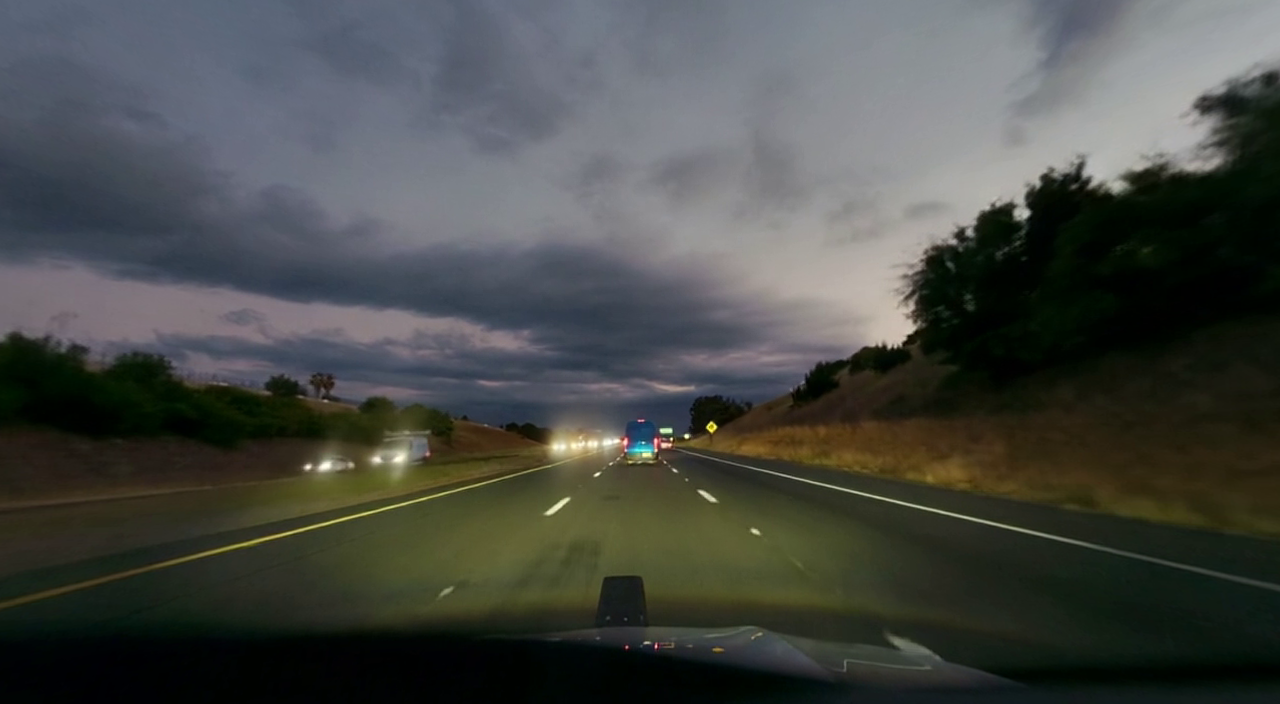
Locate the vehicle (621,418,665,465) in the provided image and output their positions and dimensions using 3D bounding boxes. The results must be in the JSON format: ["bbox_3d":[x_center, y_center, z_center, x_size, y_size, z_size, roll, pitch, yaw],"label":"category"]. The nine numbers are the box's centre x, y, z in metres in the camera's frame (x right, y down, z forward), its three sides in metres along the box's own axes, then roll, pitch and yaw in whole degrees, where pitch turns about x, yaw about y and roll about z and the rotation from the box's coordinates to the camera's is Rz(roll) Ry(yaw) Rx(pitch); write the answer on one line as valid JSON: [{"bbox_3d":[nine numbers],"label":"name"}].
[{"bbox_3d":[0.136,5.195,36.401,2.329,2.483,5.428,0,-8,0],"label":"vehicle"}]
